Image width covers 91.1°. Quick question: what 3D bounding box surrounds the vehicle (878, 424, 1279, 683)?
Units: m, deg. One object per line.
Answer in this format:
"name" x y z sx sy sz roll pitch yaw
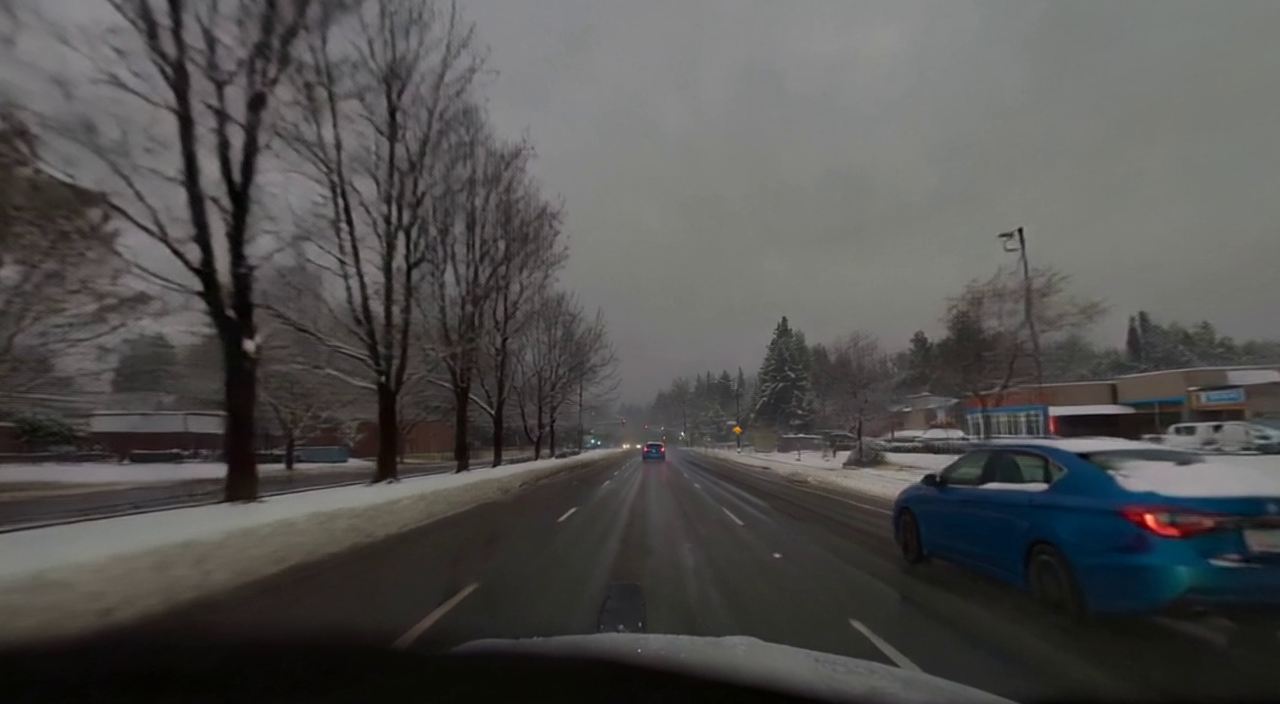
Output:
"vehicle" 4.198 1.514 5.989 2.053 1.482 4.568 0 -8 0

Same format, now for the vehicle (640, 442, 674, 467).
"vehicle" 1.075 6.710 41.336 2.144 1.505 4.128 0 -8 1
